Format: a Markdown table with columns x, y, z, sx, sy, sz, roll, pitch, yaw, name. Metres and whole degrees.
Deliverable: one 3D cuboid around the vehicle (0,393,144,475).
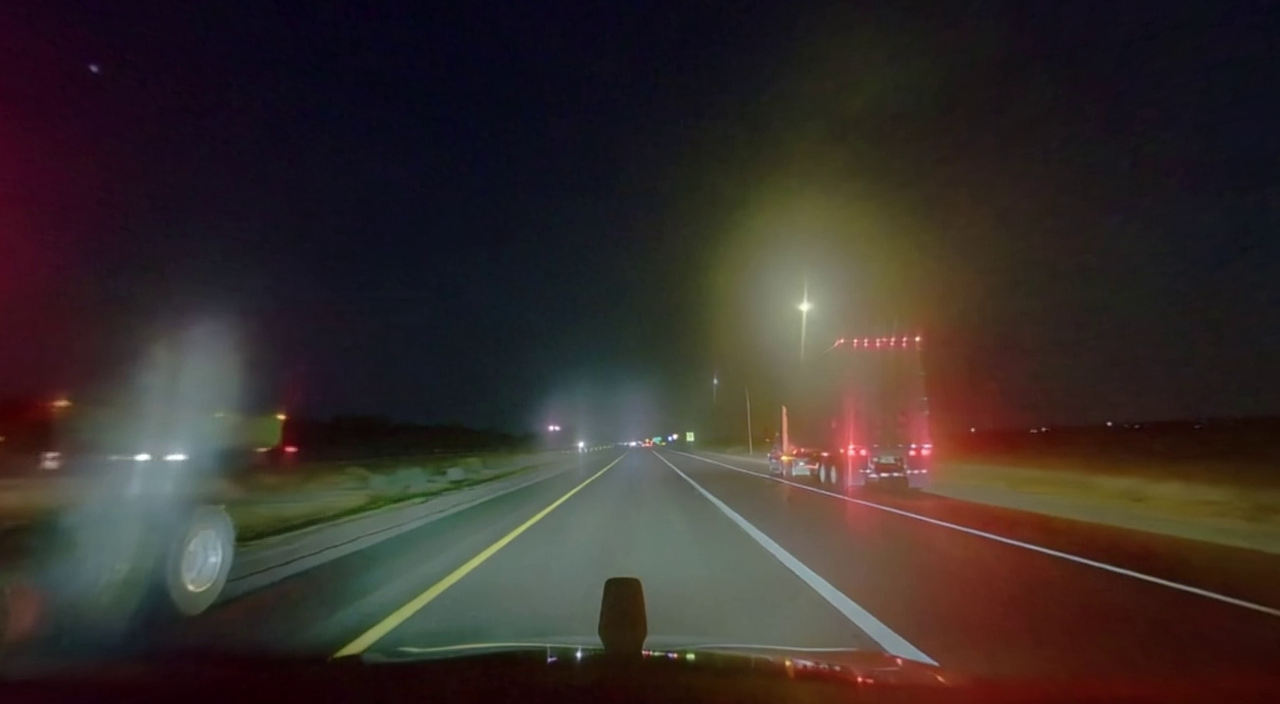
| x | y | z | sx | sy | sz | roll | pitch | yaw | name |
| --- | --- | --- | --- | --- | --- | --- | --- | --- | --- |
| -33.223 | 4.555 | 34.460 | 2.980 | 4.029 | 11.146 | 0 | -8 | 1 | vehicle |
